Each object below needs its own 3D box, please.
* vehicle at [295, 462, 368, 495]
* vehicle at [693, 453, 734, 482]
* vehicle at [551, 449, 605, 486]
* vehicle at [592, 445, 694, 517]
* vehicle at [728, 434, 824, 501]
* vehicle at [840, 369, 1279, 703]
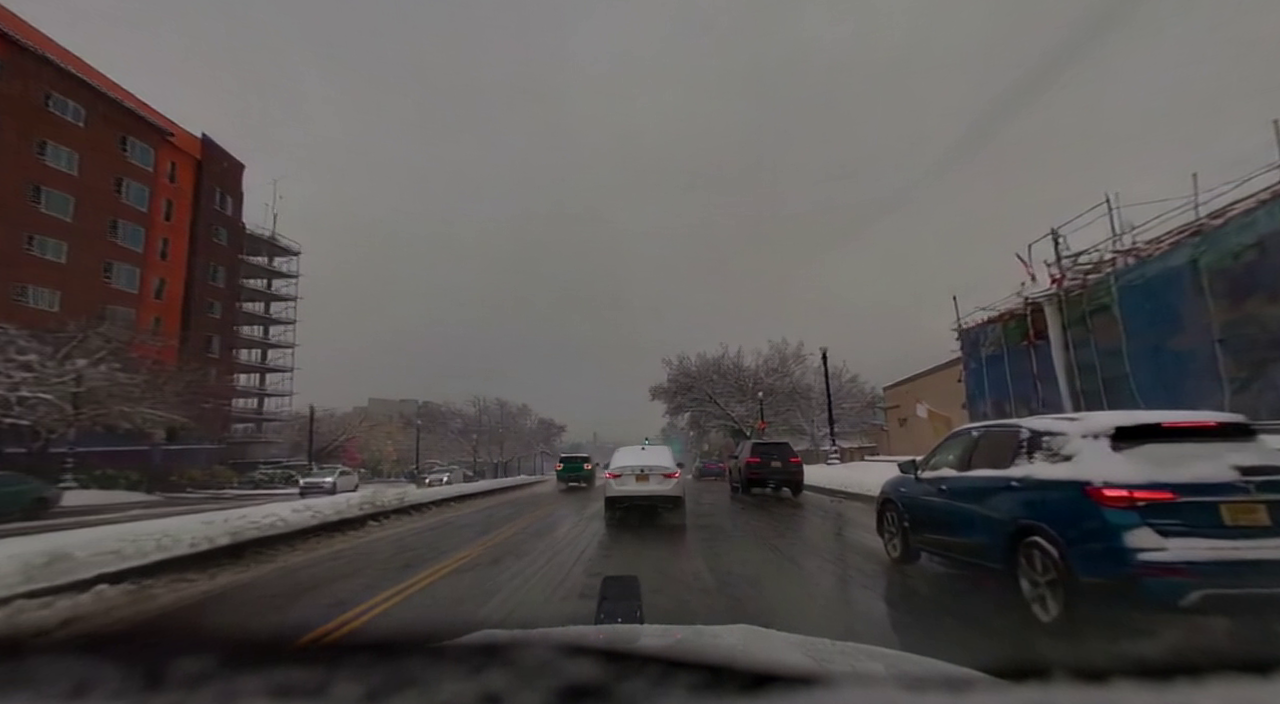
[{"bbox_3d":[-18.537,7.595,38.237,2.021,1.740,4.444,0,-8,2],"label":"vehicle"},{"bbox_3d":[4.467,7.072,39.006,2.115,1.636,4.104,0,-8,2],"label":"vehicle"},{"bbox_3d":[-3.102,5.899,32.554,2.201,1.691,4.305,0,-8,2],"label":"vehicle"},{"bbox_3d":[0.116,3.021,15.404,2.131,1.496,4.193,0,-8,2],"label":"vehicle"},{"bbox_3d":[4.244,3.682,20.580,2.124,1.896,4.914,0,-8,1],"label":"vehicle"},{"bbox_3d":[3.771,1.349,5.899,2.185,1.797,4.934,0,-8,0],"label":"vehicle"}]
